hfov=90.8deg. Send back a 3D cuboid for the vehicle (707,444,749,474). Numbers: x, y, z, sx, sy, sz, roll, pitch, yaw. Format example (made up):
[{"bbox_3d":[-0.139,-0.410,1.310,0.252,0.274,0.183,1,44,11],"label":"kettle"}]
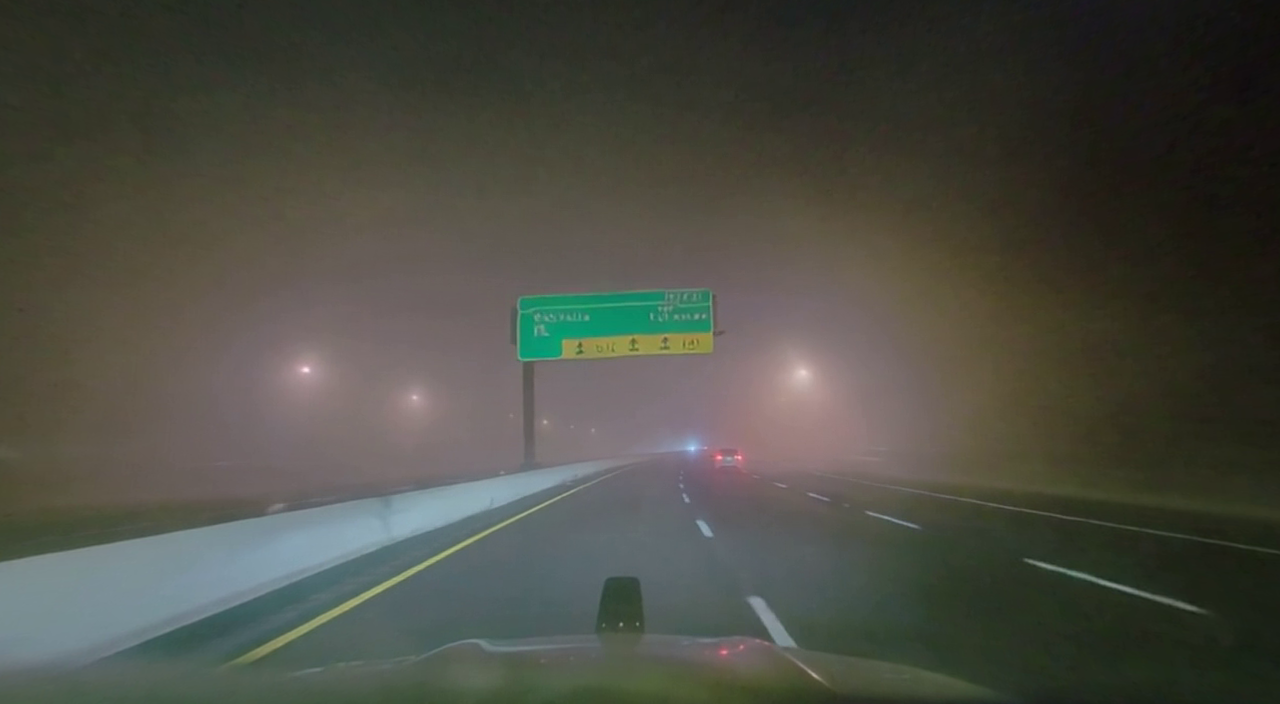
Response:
[{"bbox_3d":[4.739,5.818,34.623,1.874,1.506,4.116,-1,-9,2],"label":"vehicle"}]
